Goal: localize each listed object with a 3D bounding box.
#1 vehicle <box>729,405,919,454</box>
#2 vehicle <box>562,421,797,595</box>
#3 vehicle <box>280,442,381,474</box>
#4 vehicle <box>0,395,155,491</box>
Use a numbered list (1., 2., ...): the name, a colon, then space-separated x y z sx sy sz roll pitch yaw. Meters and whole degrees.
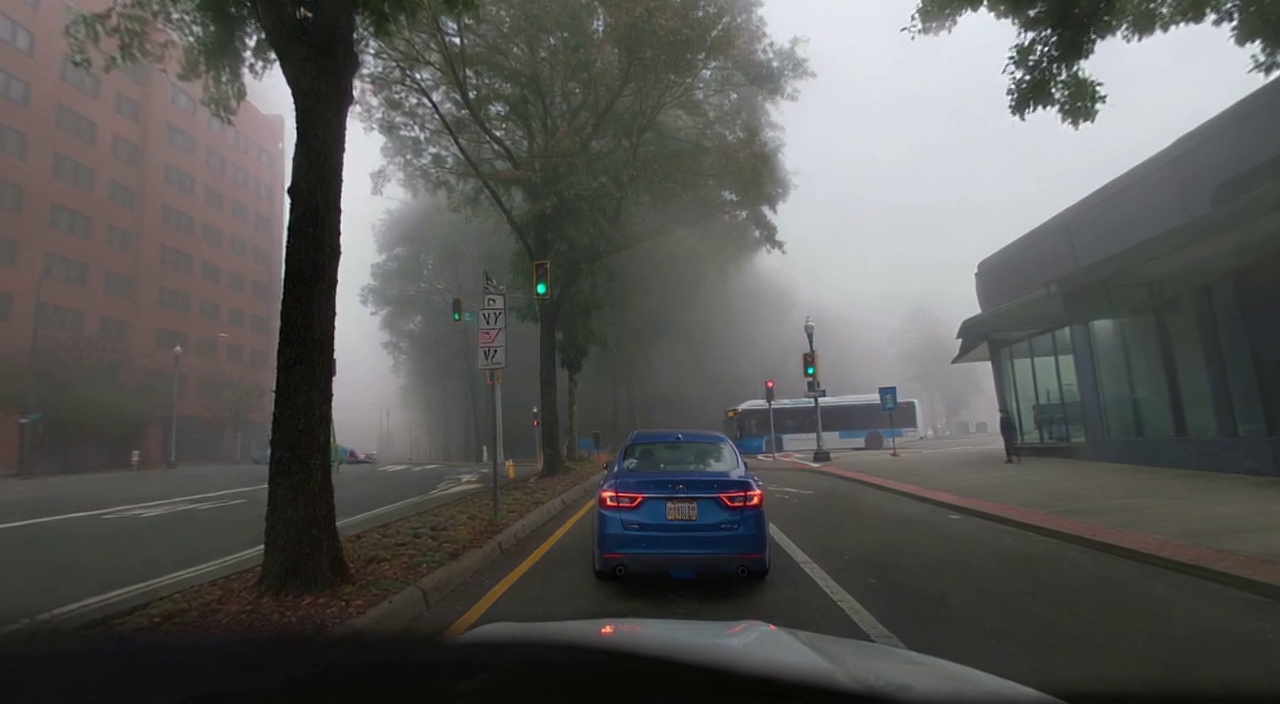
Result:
1. vehicle: 14.082 6.073 49.293 13.811 3.706 2.997 0 -9 0
2. vehicle: 0.374 1.626 7.384 2.006 1.470 3.799 0 -8 1
3. vehicle: -17.208 5.899 35.306 1.892 1.645 4.561 -7 -11 39
4. vehicle: -25.950 3.645 25.324 2.692 3.685 10.153 -3 -9 20
